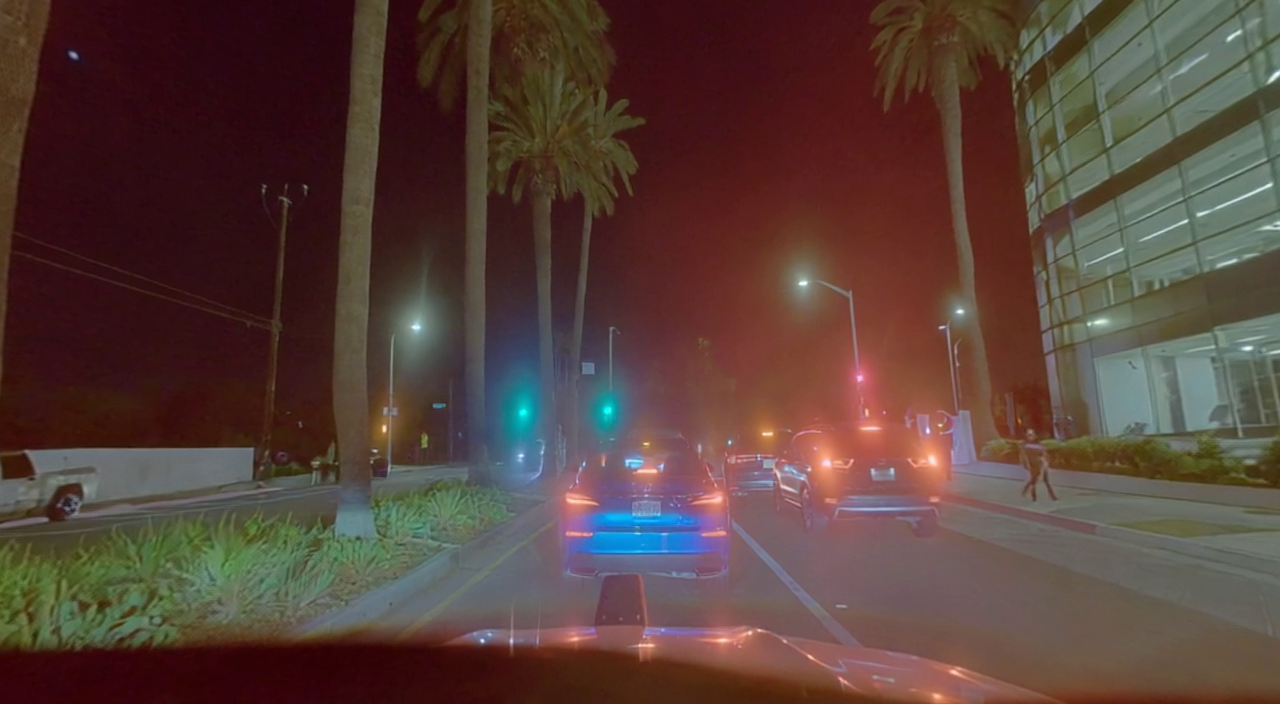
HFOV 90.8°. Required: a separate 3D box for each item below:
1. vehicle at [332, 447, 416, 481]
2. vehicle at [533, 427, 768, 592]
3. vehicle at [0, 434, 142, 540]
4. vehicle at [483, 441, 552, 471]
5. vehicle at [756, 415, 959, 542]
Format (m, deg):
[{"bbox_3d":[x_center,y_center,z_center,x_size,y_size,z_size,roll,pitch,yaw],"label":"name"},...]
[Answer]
[{"bbox_3d":[-13.183,5.558,31.696,1.965,1.507,4.725,-1,-8,2],"label":"vehicle"},{"bbox_3d":[0.136,1.709,7.704,2.088,1.452,3.993,0,-8,1],"label":"vehicle"},{"bbox_3d":[-13.056,2.715,12.286,2.240,1.964,5.707,-6,-8,0],"label":"vehicle"},{"bbox_3d":[-6.447,5.529,33.792,1.898,1.439,4.540,-2,-9,12],"label":"vehicle"},{"bbox_3d":[3.388,2.063,10.920,2.003,1.733,4.319,0,-8,1],"label":"vehicle"}]
